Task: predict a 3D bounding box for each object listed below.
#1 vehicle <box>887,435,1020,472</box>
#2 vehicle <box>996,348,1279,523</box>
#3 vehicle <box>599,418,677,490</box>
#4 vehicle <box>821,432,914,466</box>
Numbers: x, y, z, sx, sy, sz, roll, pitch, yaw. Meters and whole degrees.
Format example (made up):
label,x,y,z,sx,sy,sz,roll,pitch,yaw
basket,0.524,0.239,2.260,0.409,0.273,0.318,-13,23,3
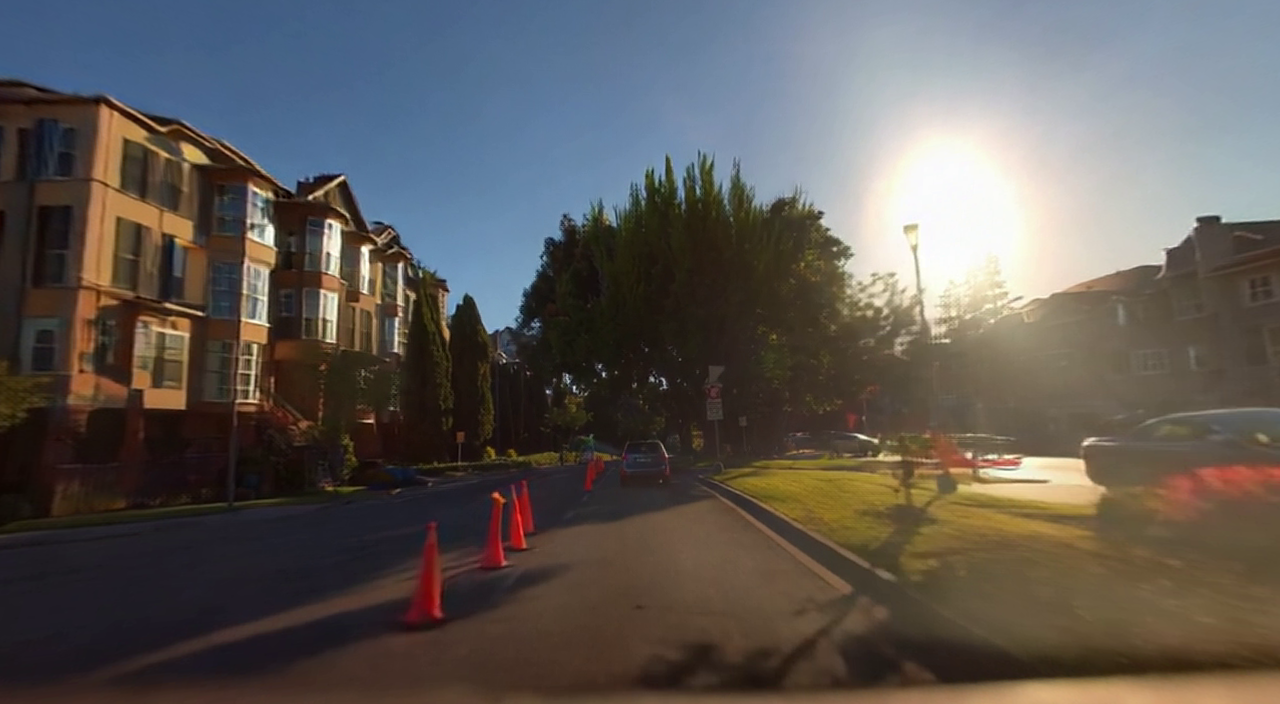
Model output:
label,x,y,z,sx,sy,sz,roll,pitch,yaw
vehicle,13.070,4.267,26.627,4.567,1.448,1.890,-1,-9,7
vehicle,9.601,1.624,11.301,2.253,2.306,6.753,0,-10,-2
vehicle,-0.107,3.274,20.418,2.169,2.015,5.206,0,-9,-1
vehicle,11.325,4.837,31.557,3.835,1.584,1.893,1,-9,-8
